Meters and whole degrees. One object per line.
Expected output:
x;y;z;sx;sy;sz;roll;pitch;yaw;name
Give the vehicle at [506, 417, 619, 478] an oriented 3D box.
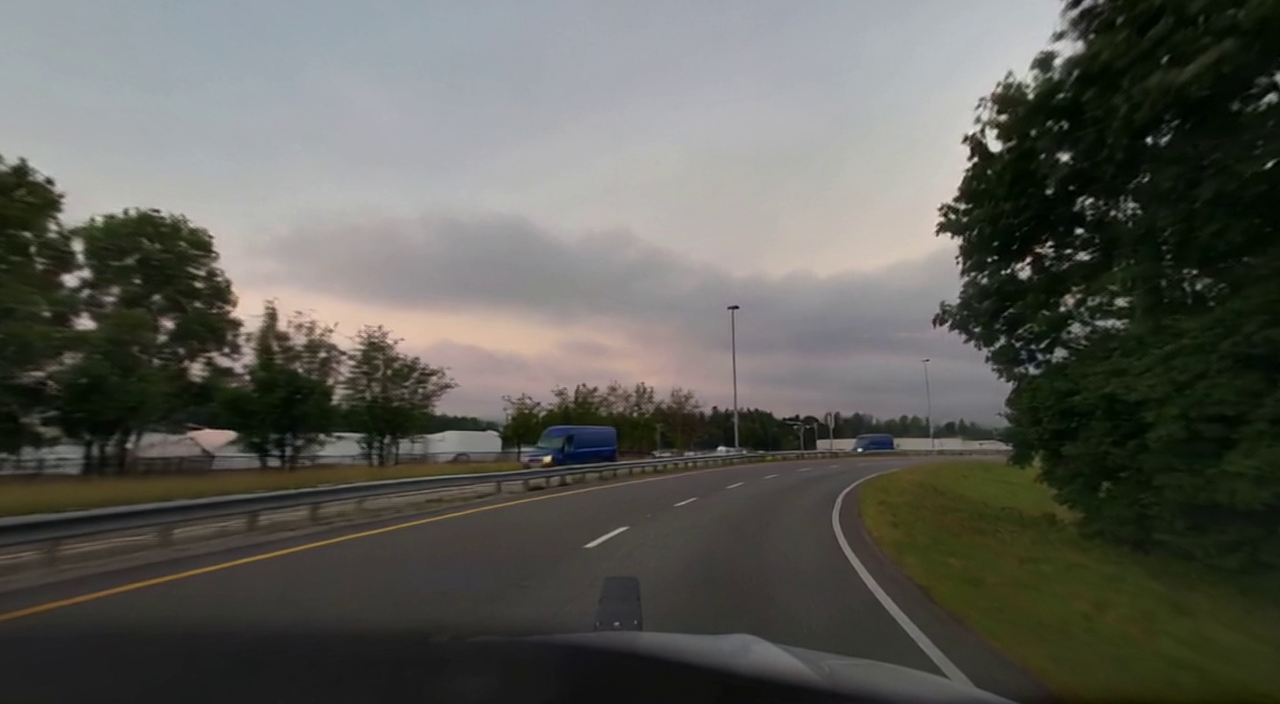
-3.733;4.897;32.240;2.447;2.725;6.755;-4;-9;26;vehicle
